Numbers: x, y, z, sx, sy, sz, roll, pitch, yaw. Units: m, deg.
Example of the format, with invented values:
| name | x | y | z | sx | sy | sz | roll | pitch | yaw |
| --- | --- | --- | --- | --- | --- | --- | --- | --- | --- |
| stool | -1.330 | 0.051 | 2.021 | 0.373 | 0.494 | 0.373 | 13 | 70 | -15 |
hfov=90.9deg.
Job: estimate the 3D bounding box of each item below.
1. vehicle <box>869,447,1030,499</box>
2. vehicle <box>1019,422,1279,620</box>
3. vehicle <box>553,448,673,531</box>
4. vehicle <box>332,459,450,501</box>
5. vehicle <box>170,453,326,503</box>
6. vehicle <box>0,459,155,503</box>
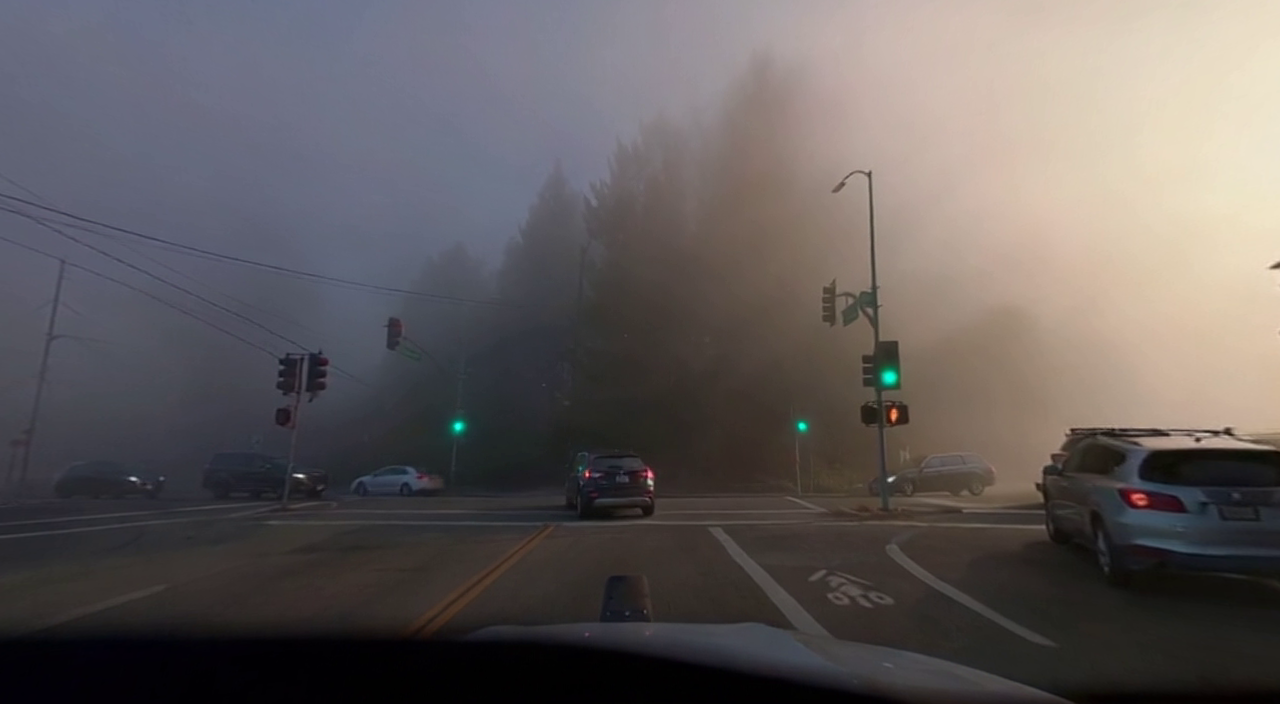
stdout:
| name | x | y | z | sx | sy | sz | roll | pitch | yaw |
| --- | --- | --- | --- | --- | --- | --- | --- | --- | --- |
| vehicle | 10.827 | 4.255 | 22.414 | 4.600 | 1.722 | 2.074 | -1 | -8 | 6 |
| vehicle | 6.360 | 1.816 | 7.822 | 1.969 | 1.738 | 4.515 | -3 | -9 | 21 |
| vehicle | -0.805 | 2.956 | 14.278 | 2.078 | 1.506 | 4.512 | 2 | -8 | -11 |
| vehicle | -10.378 | 5.275 | 26.300 | 4.343 | 1.492 | 2.063 | -4 | -9 | 24 |
| vehicle | -14.124 | 4.522 | 22.864 | 4.485 | 1.625 | 1.980 | -1 | -8 | 9 |
| vehicle | -21.356 | 4.833 | 23.854 | 4.736 | 1.475 | 1.921 | -1 | -8 | 9 |
